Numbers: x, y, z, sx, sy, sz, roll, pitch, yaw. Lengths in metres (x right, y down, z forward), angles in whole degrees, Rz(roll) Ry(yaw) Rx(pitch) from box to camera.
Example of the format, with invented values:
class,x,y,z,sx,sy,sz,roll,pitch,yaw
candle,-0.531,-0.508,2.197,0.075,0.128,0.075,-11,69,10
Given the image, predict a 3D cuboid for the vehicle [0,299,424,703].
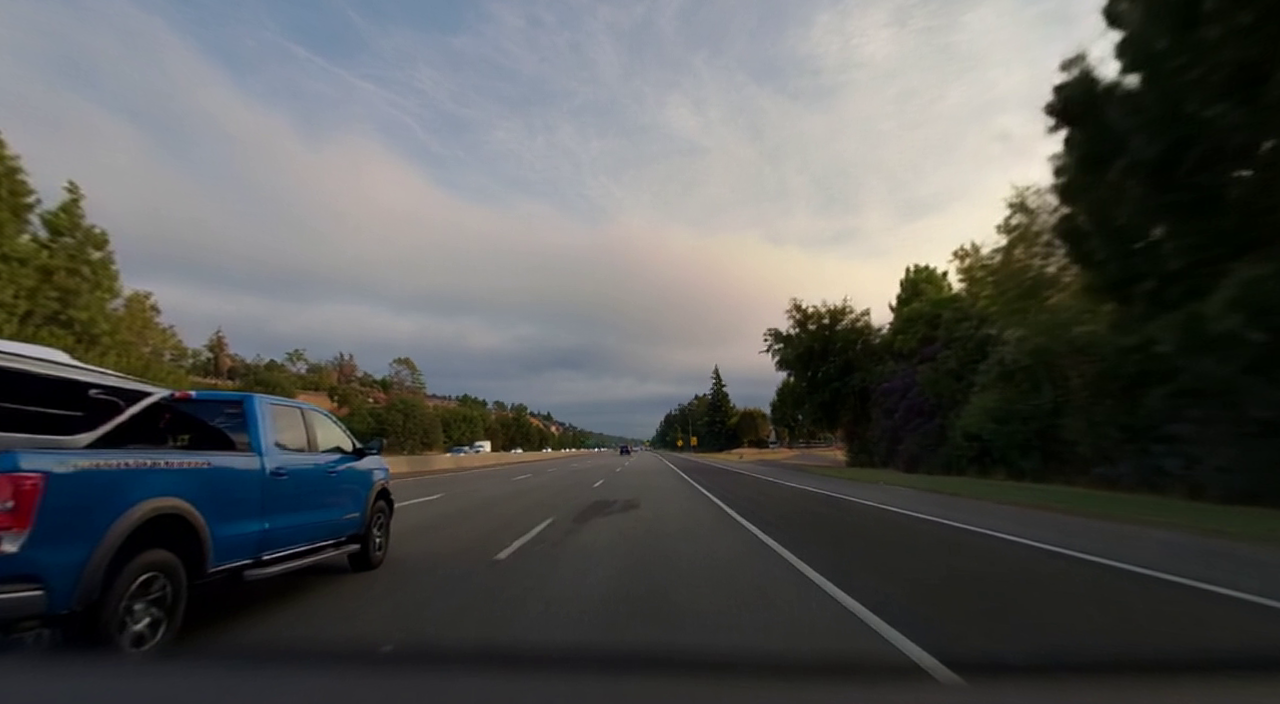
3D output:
class,x,y,z,sx,sy,sz,roll,pitch,yaw
vehicle,-3.401,0.977,3.930,2.202,1.836,5.009,0,-9,1
